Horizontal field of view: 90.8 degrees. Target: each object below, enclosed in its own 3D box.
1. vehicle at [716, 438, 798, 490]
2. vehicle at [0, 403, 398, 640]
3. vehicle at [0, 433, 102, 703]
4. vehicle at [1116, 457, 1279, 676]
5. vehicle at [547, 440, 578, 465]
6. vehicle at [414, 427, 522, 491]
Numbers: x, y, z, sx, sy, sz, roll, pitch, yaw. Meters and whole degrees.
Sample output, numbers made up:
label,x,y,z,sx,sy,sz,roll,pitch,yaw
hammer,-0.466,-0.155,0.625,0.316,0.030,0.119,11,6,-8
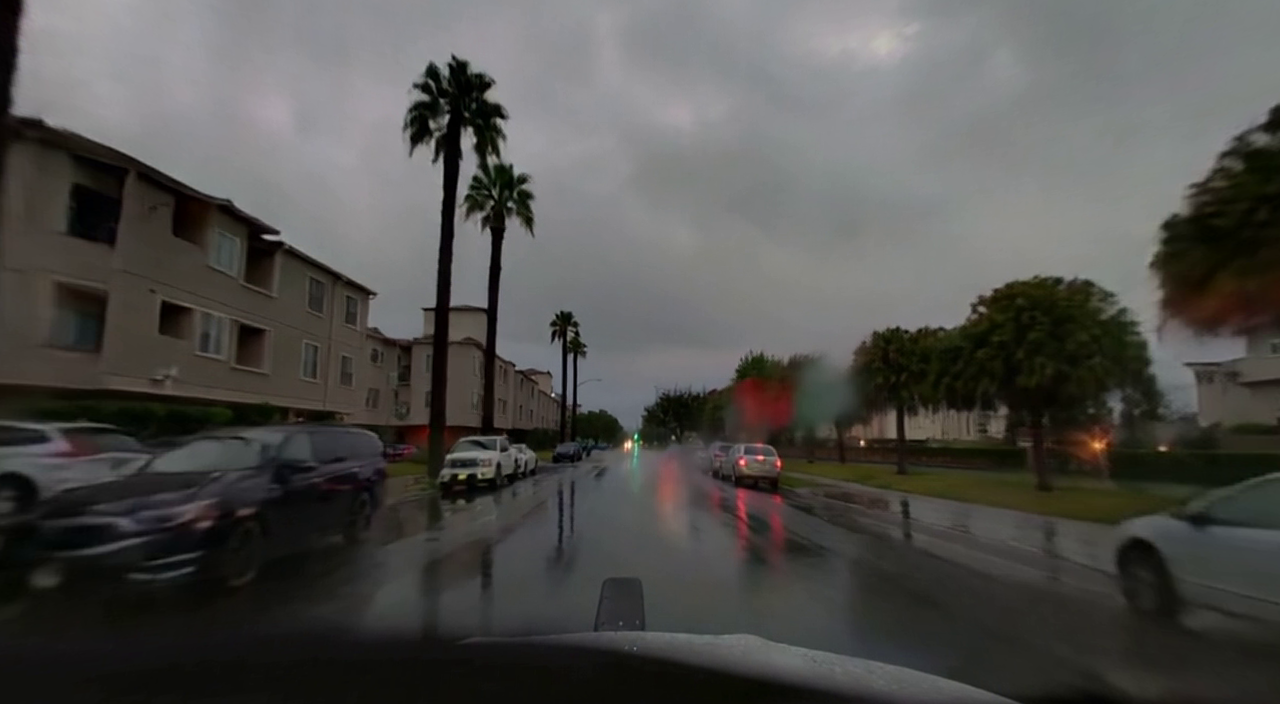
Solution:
label,x,y,z,sx,sy,sz,roll,pitch,yaw
vehicle,4.378,4.267,24.437,1.969,1.782,4.677,1,-8,-4
vehicle,-4.522,1.554,6.911,2.015,1.690,4.441,2,-8,-1
vehicle,-4.366,0.915,1.775,1.840,1.464,4.368,2,-8,0
vehicle,5.315,1.426,3.932,1.812,1.461,3.575,0,-8,-2
vehicle,-6.025,7.842,49.580,1.947,1.806,4.413,2,-8,-1
vehicle,-5.732,3.667,21.982,2.358,1.905,5.615,0,-9,-2
